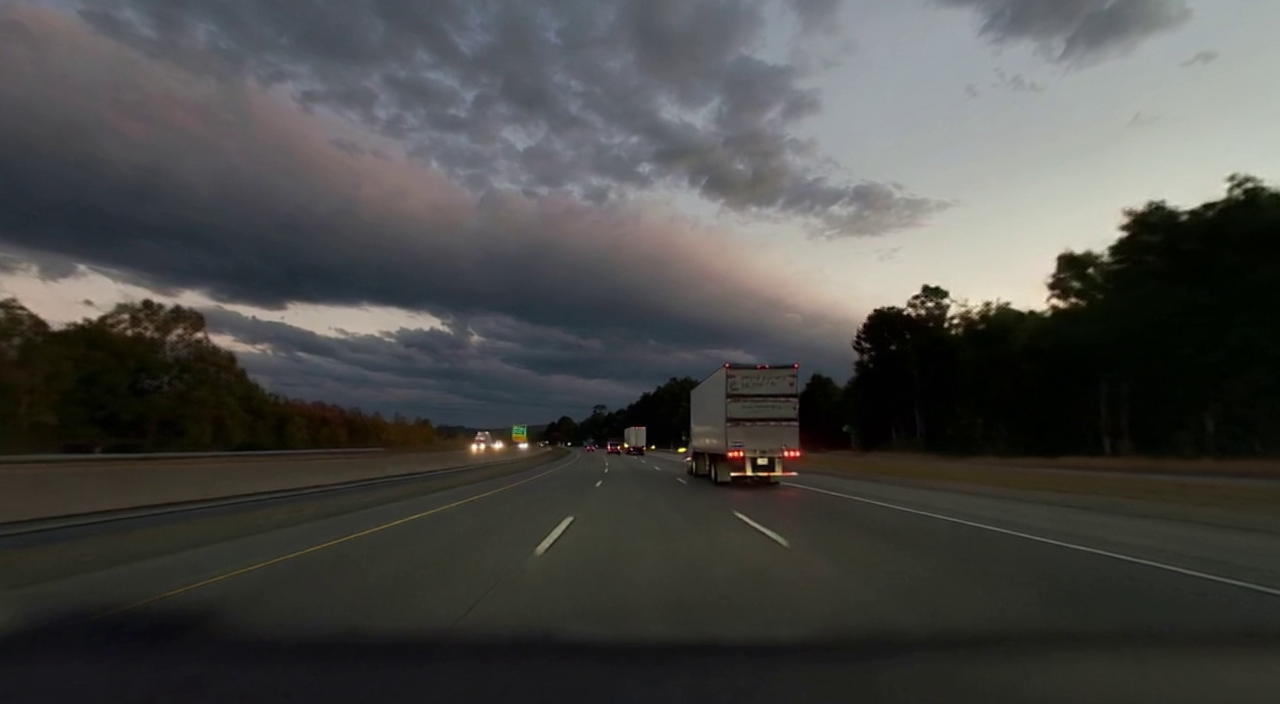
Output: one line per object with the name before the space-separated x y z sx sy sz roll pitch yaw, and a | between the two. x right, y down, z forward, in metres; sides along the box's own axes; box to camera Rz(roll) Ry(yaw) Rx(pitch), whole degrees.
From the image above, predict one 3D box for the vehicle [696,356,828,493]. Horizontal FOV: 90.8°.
vehicle | 3.976 2.753 22.878 2.826 4.035 8.369 0 -9 -2
